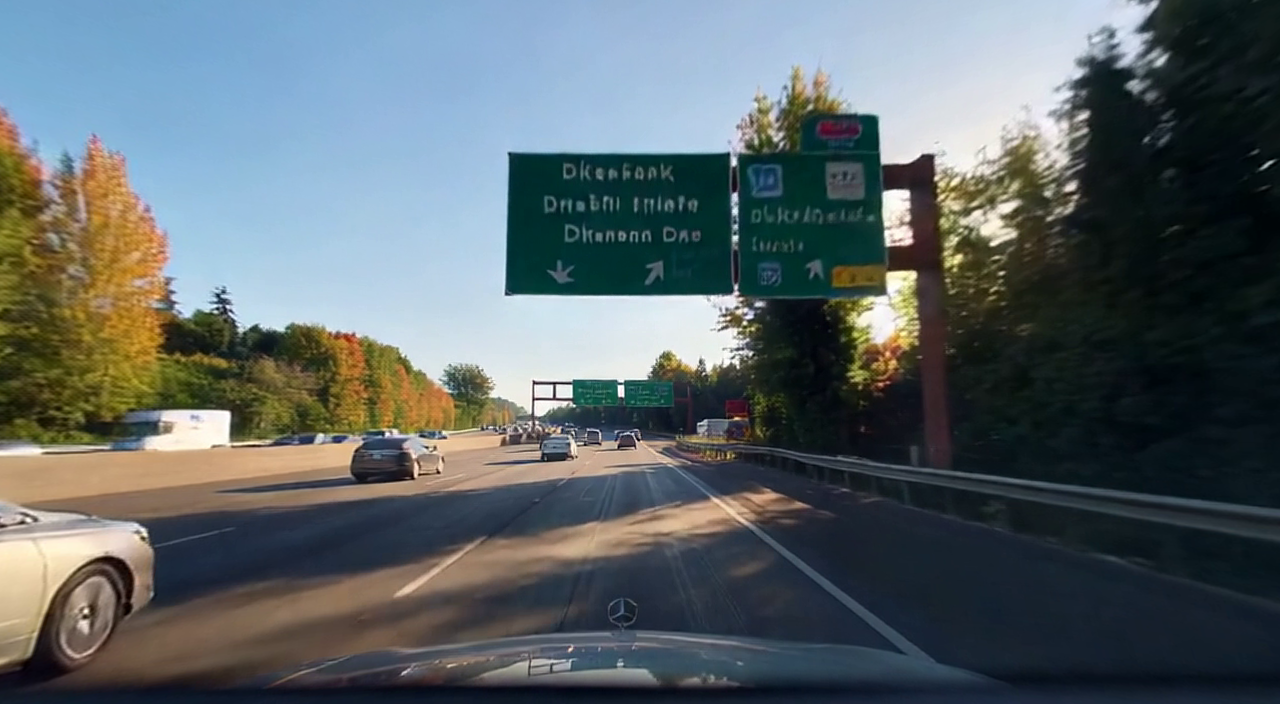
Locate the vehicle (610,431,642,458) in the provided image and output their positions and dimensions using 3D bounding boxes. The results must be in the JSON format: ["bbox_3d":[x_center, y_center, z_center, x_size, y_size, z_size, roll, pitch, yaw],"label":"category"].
[{"bbox_3d":[-0.867,5.912,40.353,2.002,1.611,3.778,0,-8,0],"label":"vehicle"}]

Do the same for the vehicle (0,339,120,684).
[{"bbox_3d":[-4.378,0.652,1.833,1.971,1.822,4.366,0,-8,-1],"label":"vehicle"}]

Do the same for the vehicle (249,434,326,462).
[{"bbox_3d":[-20.249,5.526,36.342,1.847,1.499,4.499,0,-8,1],"label":"vehicle"}]

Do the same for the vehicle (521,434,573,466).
[{"bbox_3d":[-4.440,4.713,30.548,1.909,1.445,4.087,0,-8,0],"label":"vehicle"}]

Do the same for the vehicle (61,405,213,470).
[{"bbox_3d":[-24.784,4.266,31.460,2.450,2.899,6.156,0,-8,-1],"label":"vehicle"}]

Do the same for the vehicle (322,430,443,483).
[{"bbox_3d":[-8.335,3.393,20.929,1.953,1.524,4.863,0,-8,0],"label":"vehicle"}]
